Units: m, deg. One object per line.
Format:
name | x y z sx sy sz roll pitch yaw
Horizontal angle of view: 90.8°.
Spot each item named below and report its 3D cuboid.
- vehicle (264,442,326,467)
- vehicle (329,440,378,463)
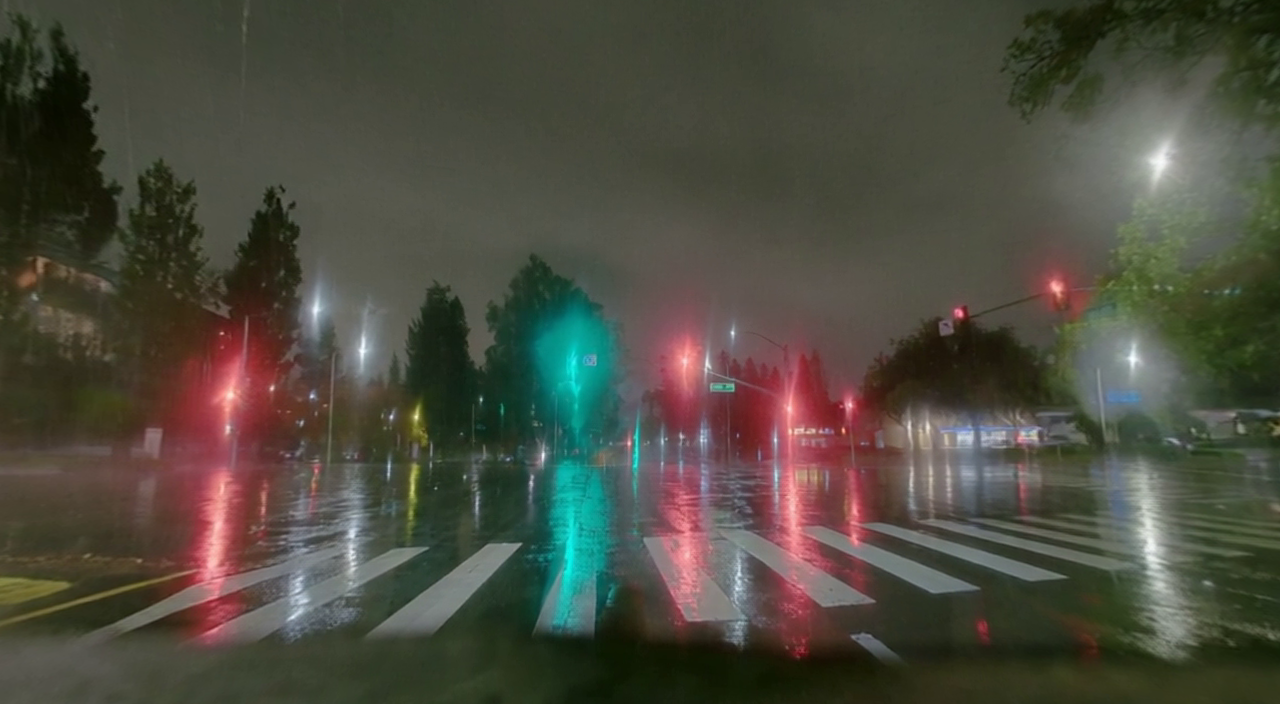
vehicle | -21.842 6.500 40.202 2.005 1.496 4.020 1 -9 -6
vehicle | -22.512 7.830 49.789 2.023 1.706 4.756 1 -9 -6
